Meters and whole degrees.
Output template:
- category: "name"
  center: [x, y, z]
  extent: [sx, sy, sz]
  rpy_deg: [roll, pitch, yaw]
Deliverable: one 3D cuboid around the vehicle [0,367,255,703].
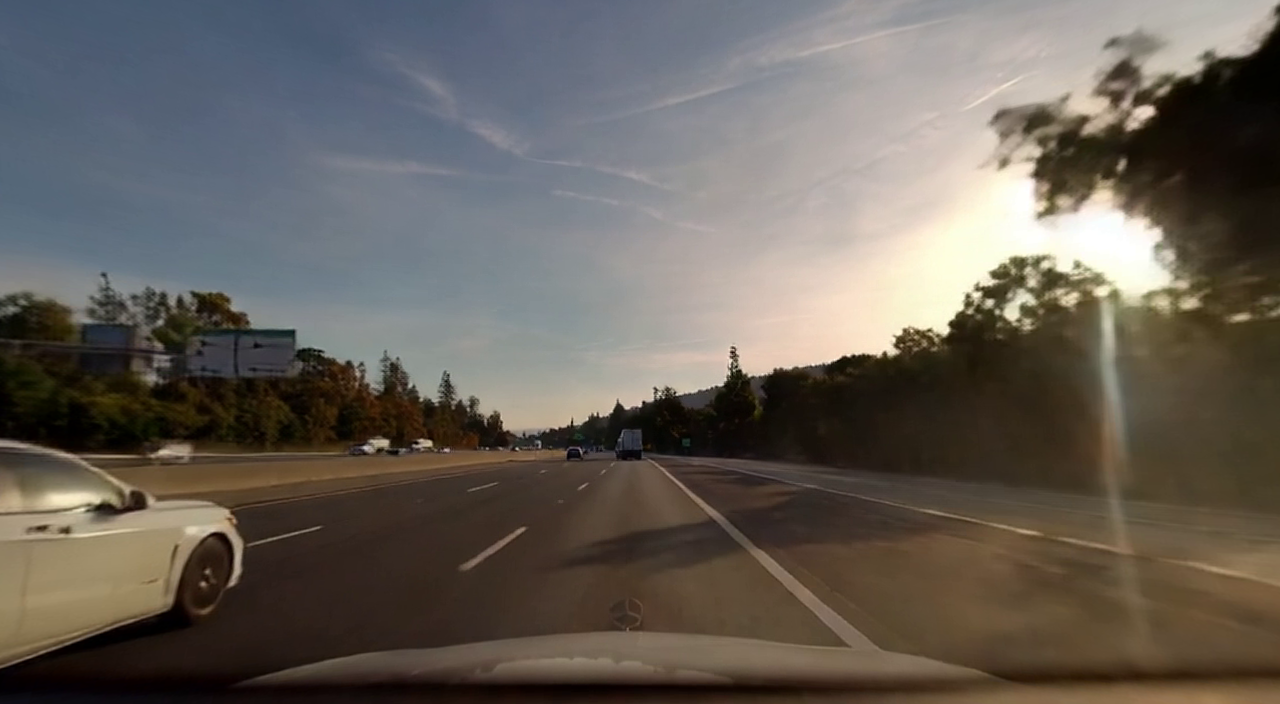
- category: "vehicle"
  center: [-4.203, 0.842, 2.288]
  extent: [2.316, 1.731, 5.126]
  rpy_deg: [0, -8, 0]
